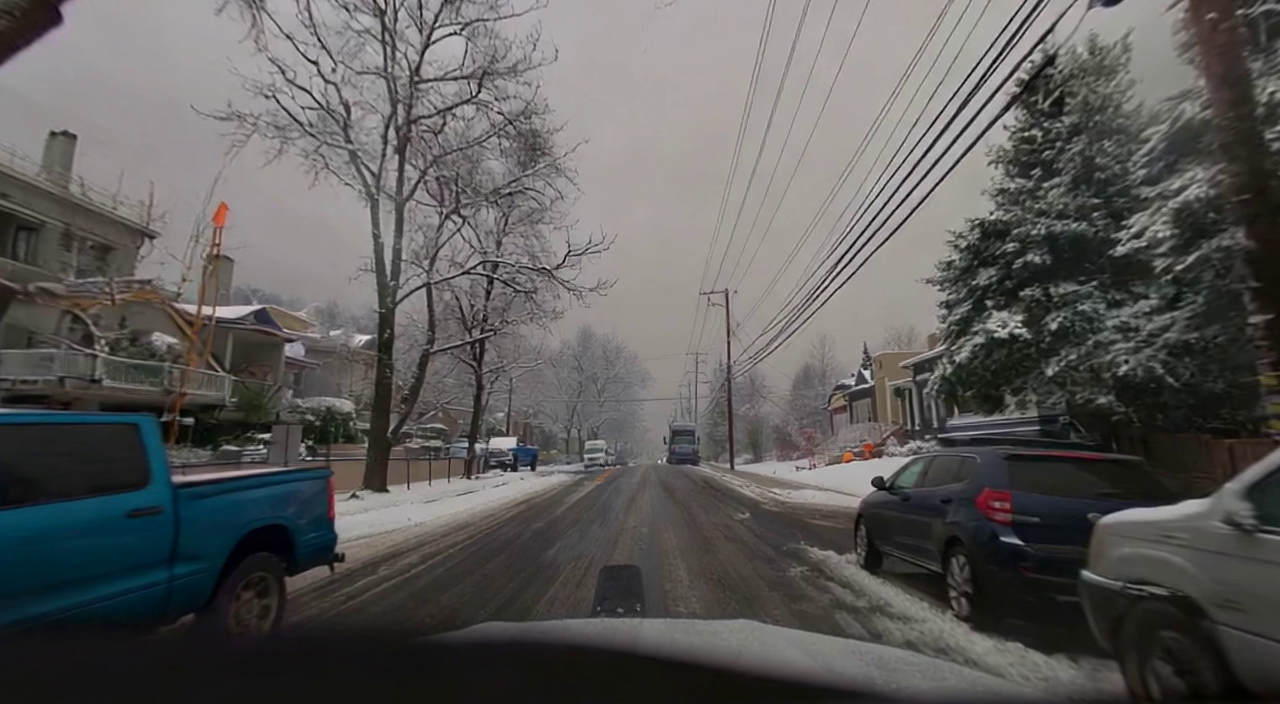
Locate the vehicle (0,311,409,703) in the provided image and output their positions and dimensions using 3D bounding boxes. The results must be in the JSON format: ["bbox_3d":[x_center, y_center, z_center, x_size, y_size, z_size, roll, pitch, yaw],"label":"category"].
[{"bbox_3d":[-2.982,0.885,2.876,2.012,1.876,4.664,1,-5,1],"label":"vehicle"}]

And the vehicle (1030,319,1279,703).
[{"bbox_3d":[3.323,0.660,1.200,2.195,1.832,4.643,0,-9,1],"label":"vehicle"}]

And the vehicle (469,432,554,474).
[{"bbox_3d":[-6.306,5.057,31.803,2.238,1.895,5.648,-2,-9,10],"label":"vehicle"}]
